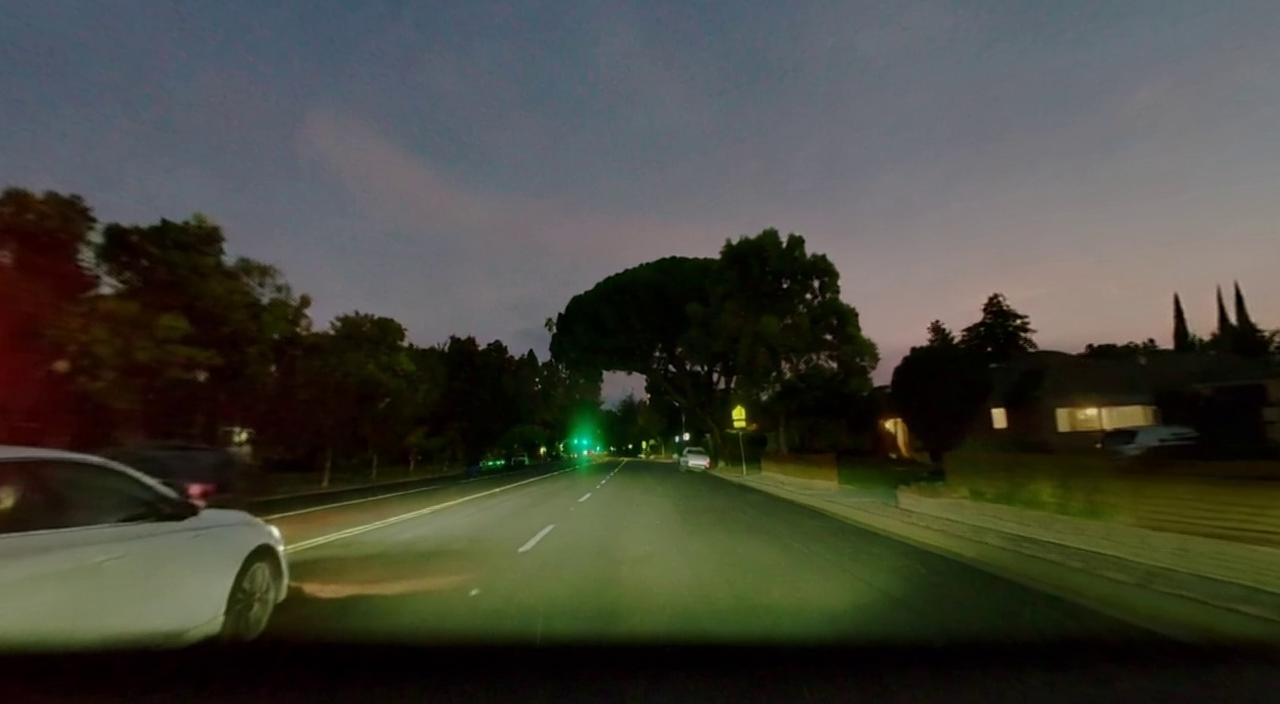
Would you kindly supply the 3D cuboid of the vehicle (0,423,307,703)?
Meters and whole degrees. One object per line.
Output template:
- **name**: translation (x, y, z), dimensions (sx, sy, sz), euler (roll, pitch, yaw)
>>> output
- **vehicle**: translation (-3.389, 0.983, 2.203), dimensions (1.969, 1.459, 4.619), euler (0, -8, 0)

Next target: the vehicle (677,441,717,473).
- **vehicle**: translation (3.591, 6.718, 40.649), dimensions (2.130, 1.873, 4.886), euler (0, -8, 0)

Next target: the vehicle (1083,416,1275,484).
- **vehicle**: translation (15.216, 2.791, 17.869), dimensions (4.362, 1.702, 2.333), euler (4, -10, -24)
